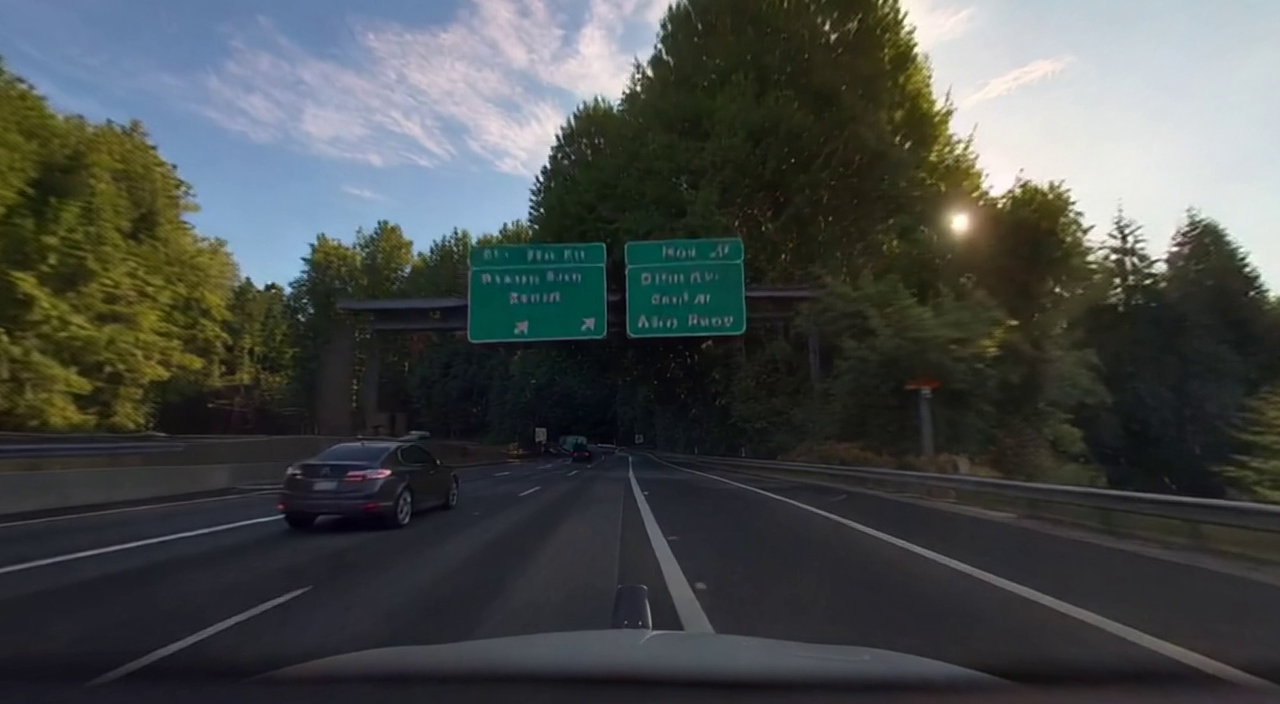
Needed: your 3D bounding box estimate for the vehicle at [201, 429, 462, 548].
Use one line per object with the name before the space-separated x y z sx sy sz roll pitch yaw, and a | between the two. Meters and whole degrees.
vehicle | -4.803 2.199 10.890 2.065 1.551 4.889 0 -9 -1
